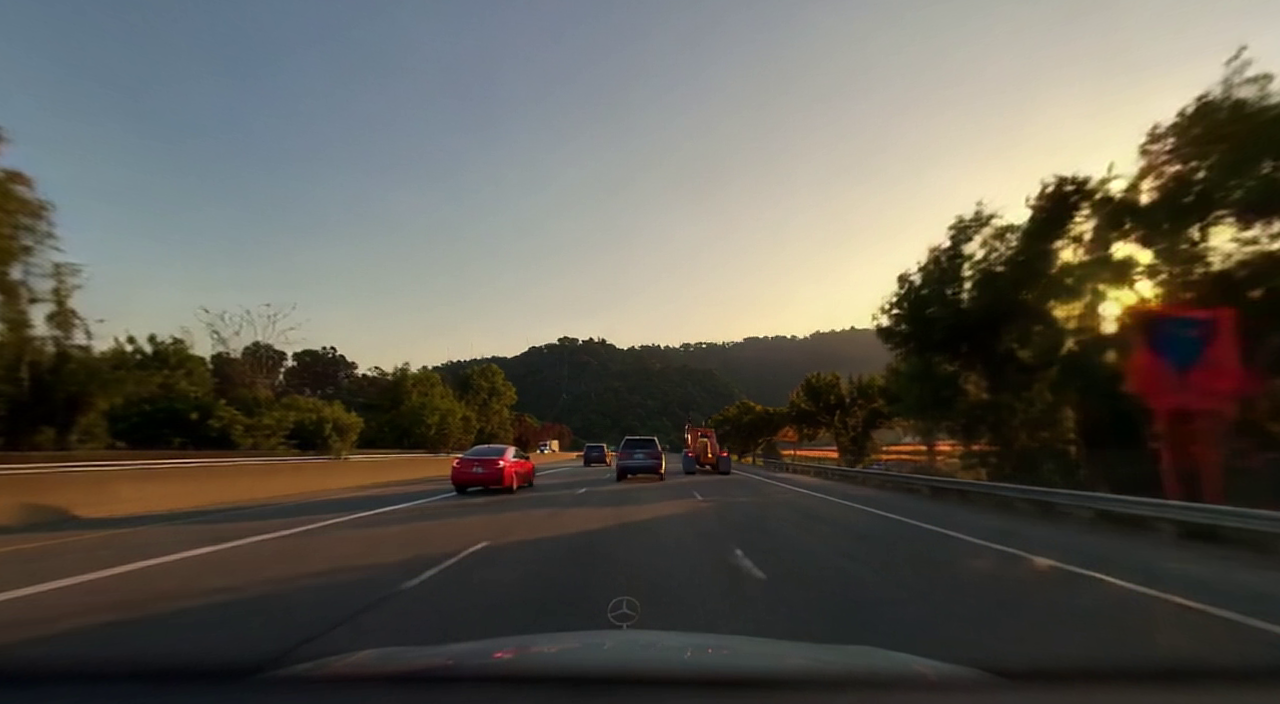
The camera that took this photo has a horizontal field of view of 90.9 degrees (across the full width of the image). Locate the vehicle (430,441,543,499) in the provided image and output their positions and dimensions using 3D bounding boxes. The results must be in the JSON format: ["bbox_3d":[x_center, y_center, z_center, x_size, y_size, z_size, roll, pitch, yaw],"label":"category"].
[{"bbox_3d":[-4.332,3.390,18.583,2.096,1.469,4.319,0,-8,2],"label":"vehicle"}]

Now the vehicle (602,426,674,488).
[{"bbox_3d":[-0.004,3.727,22.680,2.308,1.993,4.631,0,-8,2],"label":"vehicle"}]

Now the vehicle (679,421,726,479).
[{"bbox_3d":[4.506,7.317,47.410,2.793,3.828,9.580,0,-8,2],"label":"vehicle"}]

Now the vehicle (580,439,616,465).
[{"bbox_3d":[-3.175,7.634,48.369,2.170,1.859,4.733,-1,-8,3],"label":"vehicle"}]
